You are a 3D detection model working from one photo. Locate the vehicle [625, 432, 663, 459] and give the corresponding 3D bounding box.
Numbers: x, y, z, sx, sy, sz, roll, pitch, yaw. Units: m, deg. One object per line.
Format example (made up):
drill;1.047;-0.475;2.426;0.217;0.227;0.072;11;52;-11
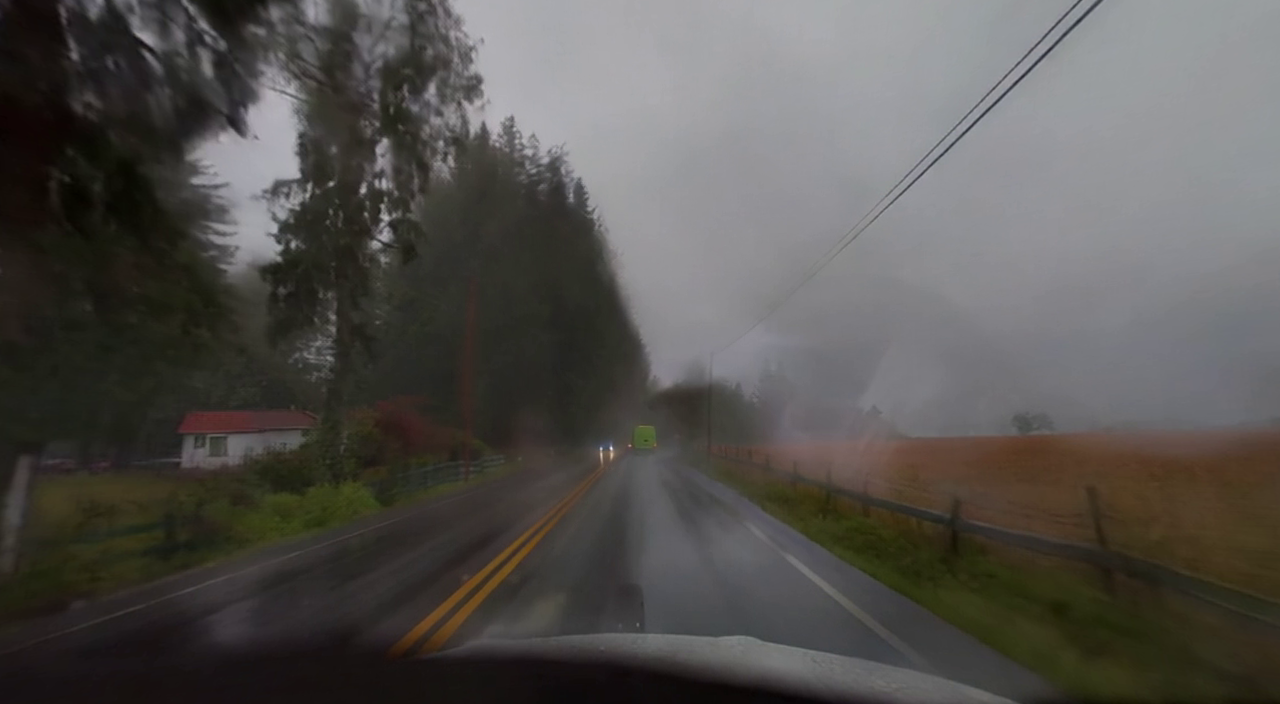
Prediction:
vehicle;0.186;7.008;47.307;2.649;1.870;5.885;0;-8;-2
